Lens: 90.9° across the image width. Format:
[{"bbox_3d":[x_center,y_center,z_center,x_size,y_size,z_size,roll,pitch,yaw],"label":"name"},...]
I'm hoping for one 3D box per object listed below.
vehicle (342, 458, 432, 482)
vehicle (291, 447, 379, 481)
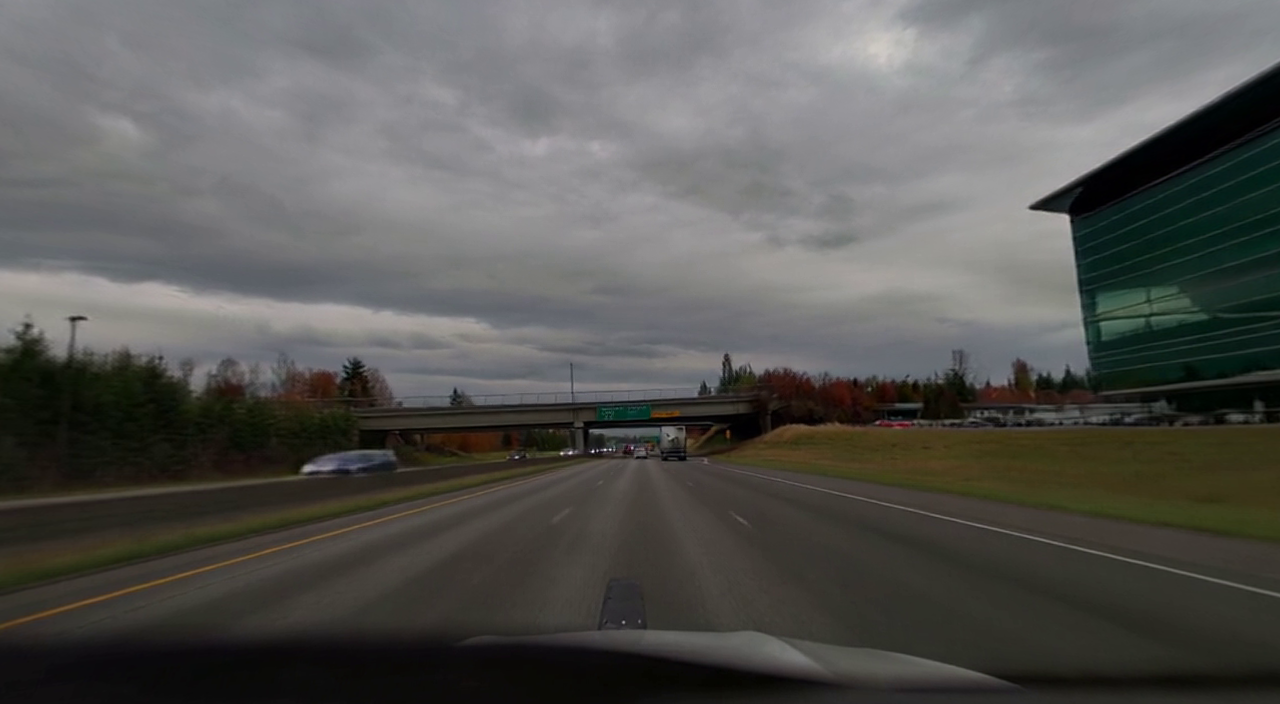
[{"bbox_3d":[-15.113,7.095,38.217,2.570,1.155,6.956,0,-9,0],"label":"vehicle"},{"bbox_3d":[-15.118,5.582,31.595,1.949,1.549,4.819,0,-9,1],"label":"vehicle"}]
